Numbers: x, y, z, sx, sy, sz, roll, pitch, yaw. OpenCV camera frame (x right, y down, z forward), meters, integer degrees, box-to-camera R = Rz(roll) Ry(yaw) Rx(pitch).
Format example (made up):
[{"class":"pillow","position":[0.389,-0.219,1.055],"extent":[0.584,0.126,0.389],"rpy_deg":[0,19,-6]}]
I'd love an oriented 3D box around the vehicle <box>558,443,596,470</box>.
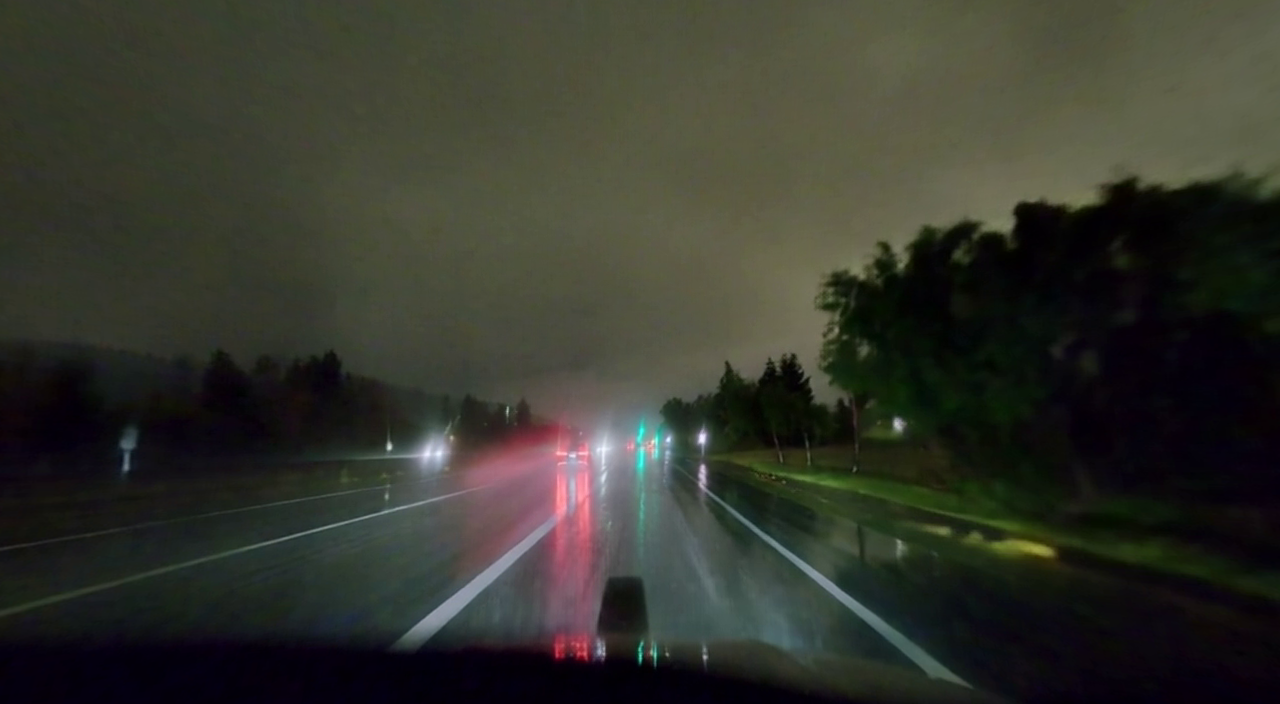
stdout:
[{"class":"vehicle","position":[-3.712,6.218,37.705],"extent":[1.786,1.488,4.023],"rpy_deg":[0,-8,1]}]
